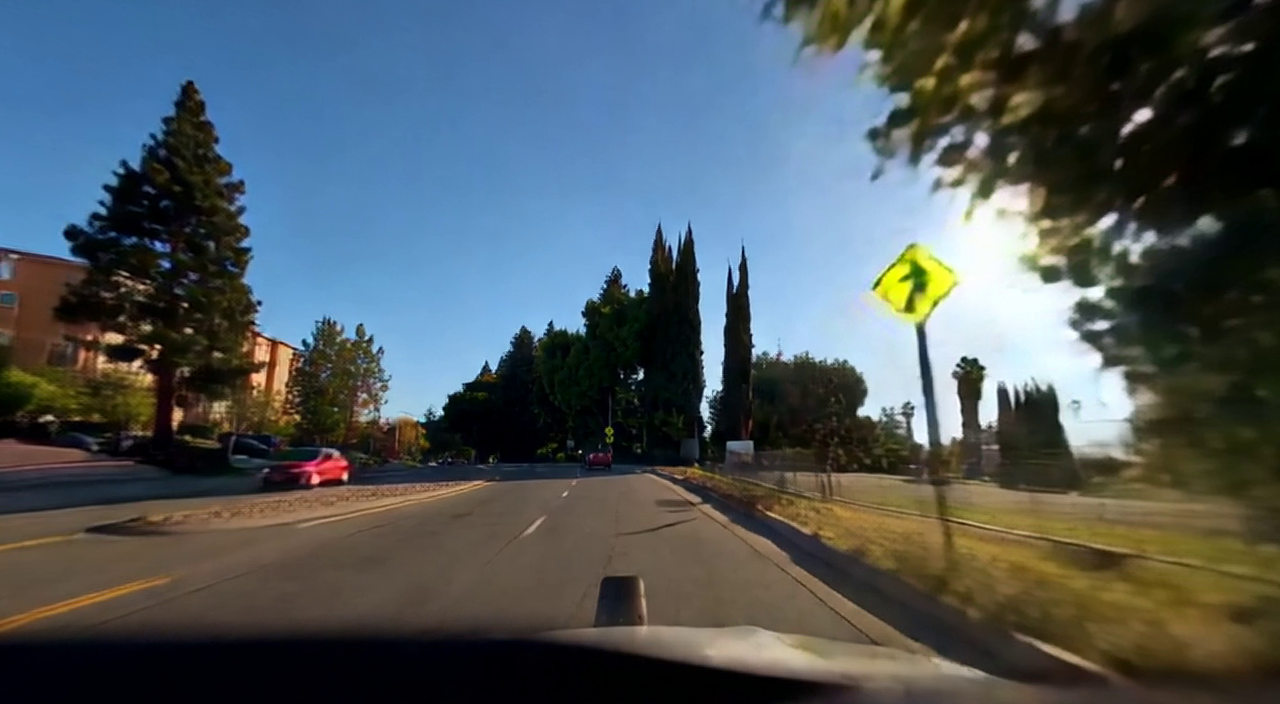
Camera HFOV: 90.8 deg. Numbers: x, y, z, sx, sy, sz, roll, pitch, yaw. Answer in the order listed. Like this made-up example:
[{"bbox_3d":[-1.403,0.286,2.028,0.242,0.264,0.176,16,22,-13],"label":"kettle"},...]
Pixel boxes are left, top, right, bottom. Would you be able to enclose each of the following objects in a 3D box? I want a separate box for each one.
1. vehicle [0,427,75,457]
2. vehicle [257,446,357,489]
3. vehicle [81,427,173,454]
[{"bbox_3d":[-35.237,5.218,36.476,4.083,1.464,1.747,-2,-16,16],"label":"vehicle"},{"bbox_3d":[-12.792,4.423,24.582,1.793,1.486,4.048,0,-9,-2],"label":"vehicle"},{"bbox_3d":[-34.007,5.921,41.907,4.506,1.654,2.239,-3,-10,12],"label":"vehicle"}]
